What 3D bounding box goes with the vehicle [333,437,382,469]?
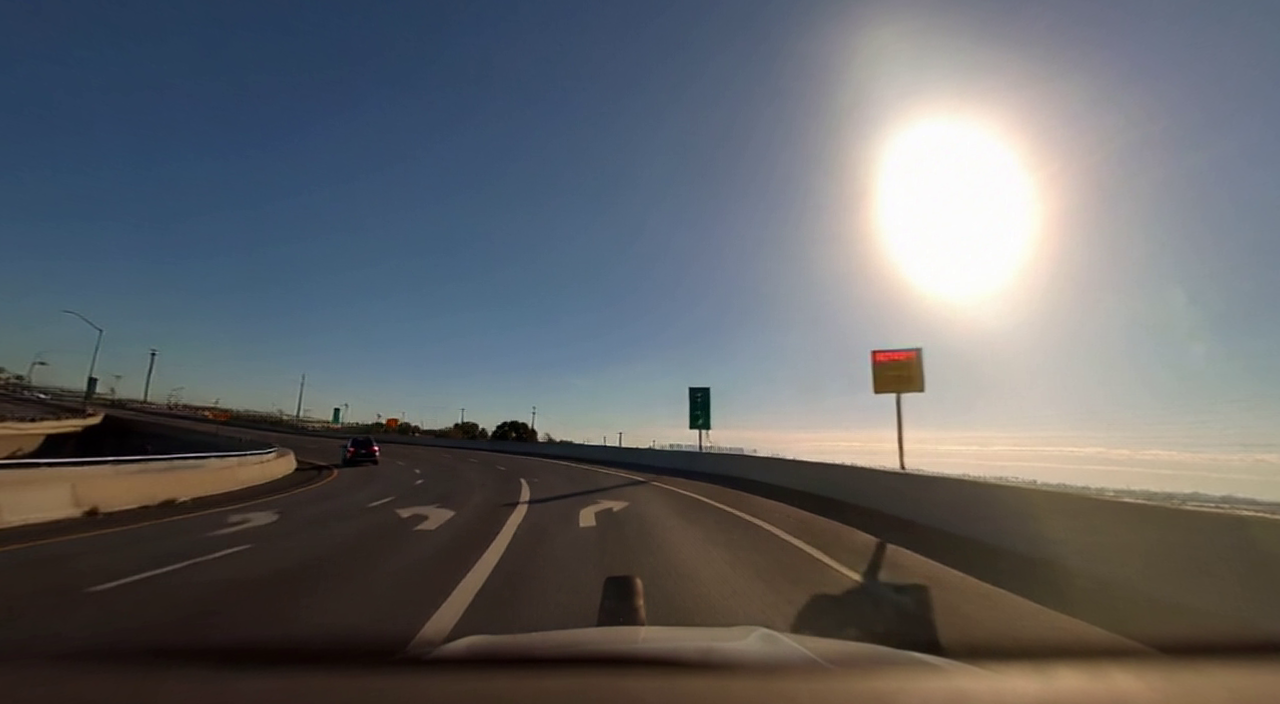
[{"bbox_3d":[-15.497,5.482,34.392,2.234,1.588,4.484,4,-10,-26],"label":"vehicle"}]
